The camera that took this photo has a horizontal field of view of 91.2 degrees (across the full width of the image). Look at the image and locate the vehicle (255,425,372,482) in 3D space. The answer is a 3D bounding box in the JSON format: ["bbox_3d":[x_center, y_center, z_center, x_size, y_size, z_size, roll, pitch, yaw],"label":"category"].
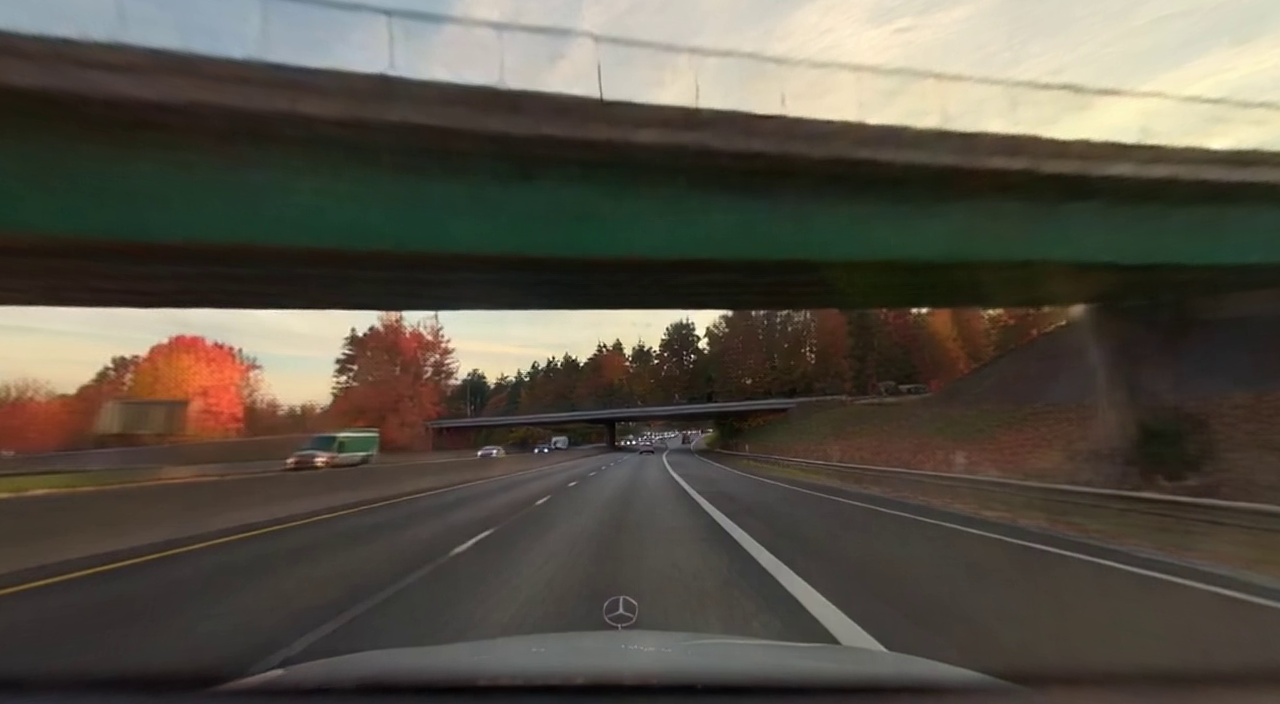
[{"bbox_3d":[-16.866,5.312,33.050,2.337,2.633,6.958,0,-9,1],"label":"vehicle"}]
